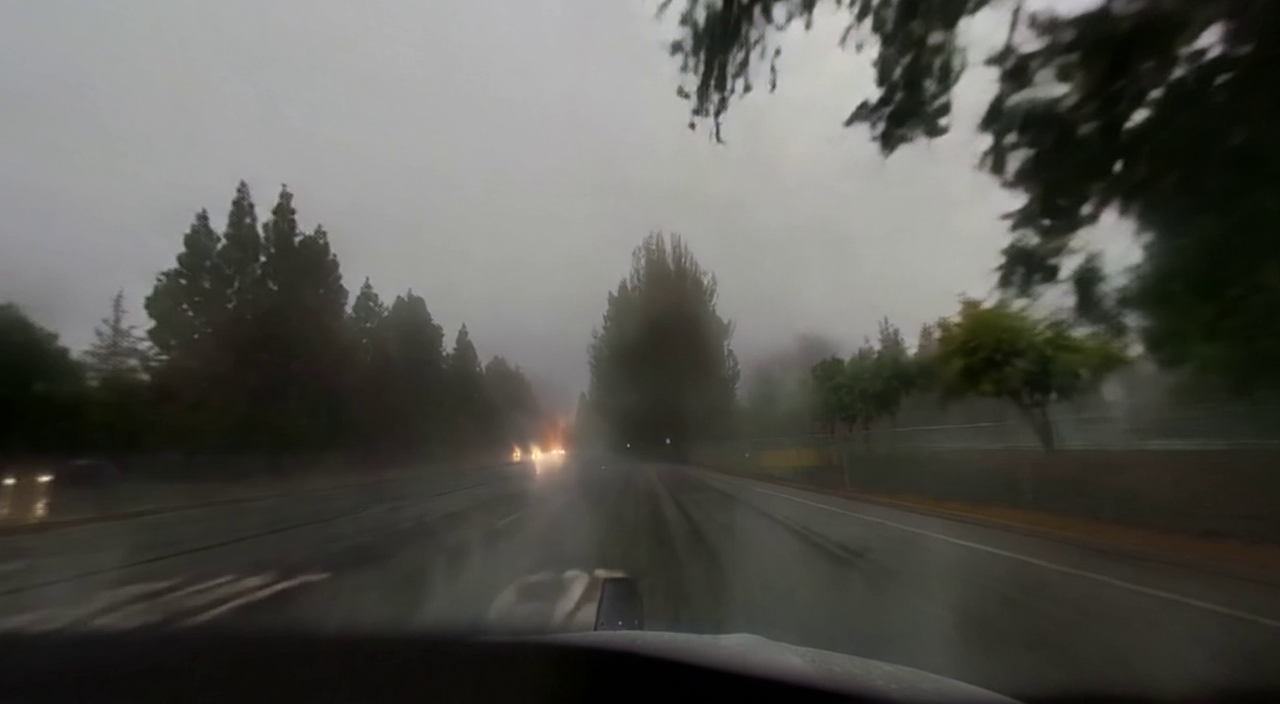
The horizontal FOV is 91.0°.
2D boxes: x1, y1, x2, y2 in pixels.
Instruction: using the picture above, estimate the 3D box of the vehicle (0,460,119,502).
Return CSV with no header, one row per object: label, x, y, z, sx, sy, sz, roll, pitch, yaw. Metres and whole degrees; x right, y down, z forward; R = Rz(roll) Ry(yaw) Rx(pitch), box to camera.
vehicle,-24.230,5.210,25.797,1.914,1.500,4.462,-1,-9,0
